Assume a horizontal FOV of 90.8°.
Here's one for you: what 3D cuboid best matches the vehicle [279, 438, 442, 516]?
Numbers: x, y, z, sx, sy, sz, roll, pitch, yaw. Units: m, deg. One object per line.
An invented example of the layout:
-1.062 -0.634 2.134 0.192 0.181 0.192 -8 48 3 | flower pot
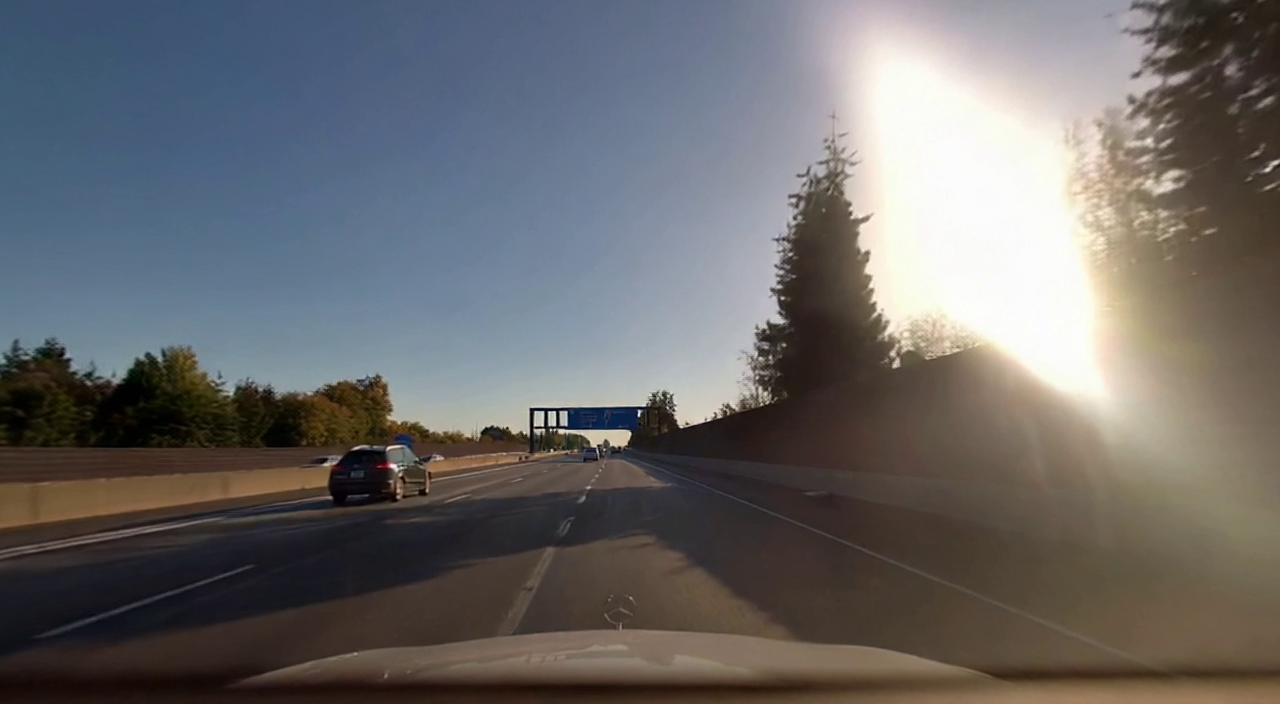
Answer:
-6.526 2.942 15.378 2.098 1.606 4.227 0 -9 -1 | vehicle
